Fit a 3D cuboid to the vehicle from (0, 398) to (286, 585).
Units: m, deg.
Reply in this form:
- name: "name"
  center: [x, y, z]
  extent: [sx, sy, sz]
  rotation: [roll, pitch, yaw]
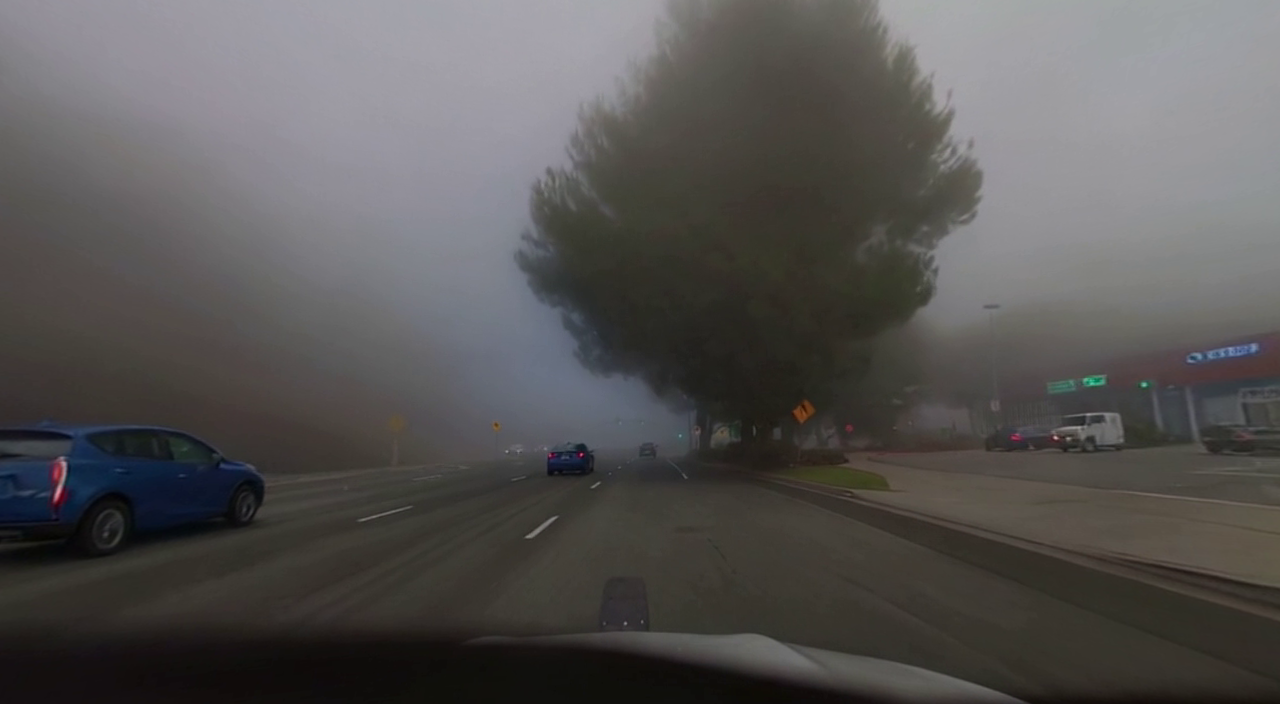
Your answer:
- name: "vehicle"
  center: [-6.911, 1.625, 8.076]
  extent: [2.043, 1.726, 4.472]
  rotation: [0, -8, 1]

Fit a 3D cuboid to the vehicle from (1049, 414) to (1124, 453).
- name: "vehicle"
  center: [24.979, 4.601, 35.492]
  extent: [2.342, 2.007, 5.843]
  rotation: [-3, -9, 25]

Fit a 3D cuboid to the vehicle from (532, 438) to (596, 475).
- name: "vehicle"
  center: [-3.226, 4.544, 27.658]
  extent: [2.152, 1.479, 4.394]
  rotation: [0, -9, 1]
